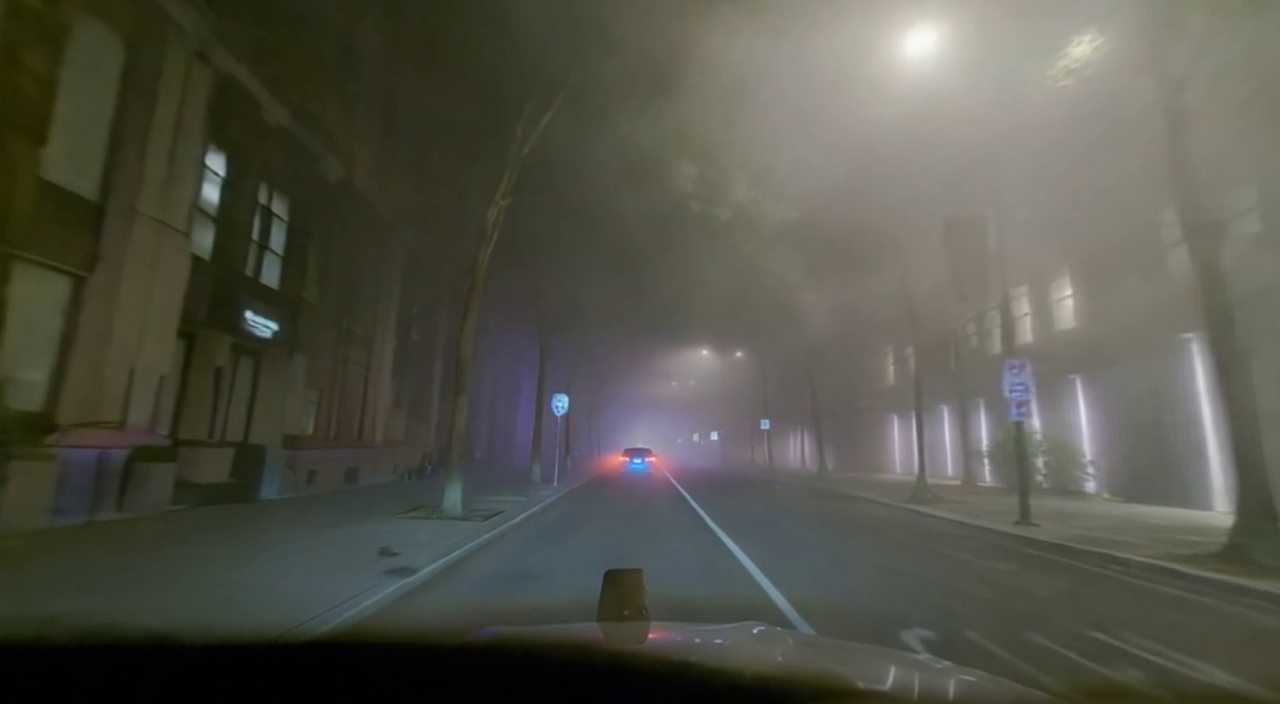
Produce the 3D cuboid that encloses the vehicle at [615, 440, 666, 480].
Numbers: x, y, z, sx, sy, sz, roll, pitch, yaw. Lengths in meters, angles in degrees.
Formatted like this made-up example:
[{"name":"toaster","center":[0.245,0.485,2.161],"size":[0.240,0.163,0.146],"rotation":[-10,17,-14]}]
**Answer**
[{"name":"vehicle","center":[-0.024,4.716,27.815],"size":[2.079,1.621,3.861],"rotation":[0,-8,-1]}]
